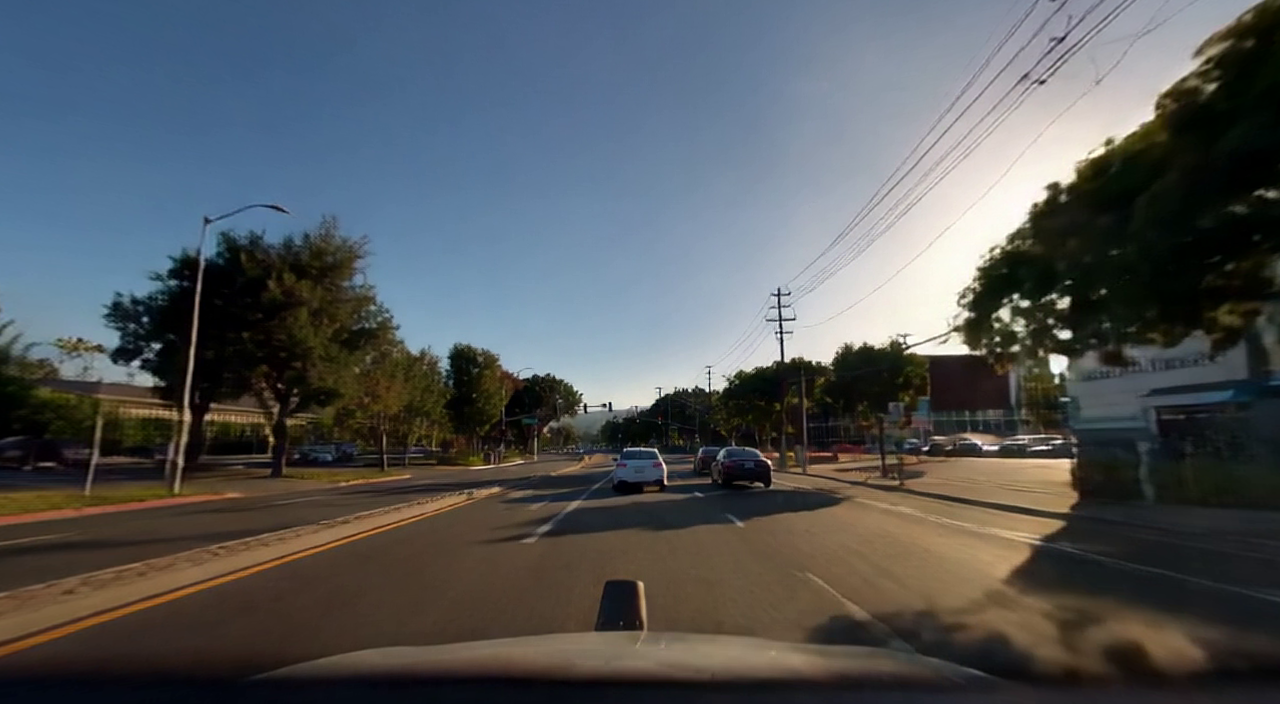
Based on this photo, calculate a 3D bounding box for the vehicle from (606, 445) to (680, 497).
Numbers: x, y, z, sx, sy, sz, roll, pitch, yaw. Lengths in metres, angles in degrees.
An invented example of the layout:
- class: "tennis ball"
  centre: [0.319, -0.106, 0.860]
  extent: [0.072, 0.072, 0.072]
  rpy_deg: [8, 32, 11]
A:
- class: "vehicle"
  centre: [0.027, 3.764, 20.330]
  extent: [2.144, 1.473, 4.028]
  rpy_deg: [0, -9, -1]

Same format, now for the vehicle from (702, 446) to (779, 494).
- class: "vehicle"
  centre: [3.399, 4.072, 22.140]
  extent: [1.985, 1.489, 4.036]
  rpy_deg: [0, -9, -1]

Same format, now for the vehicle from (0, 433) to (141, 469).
- class: "vehicle"
  centre: [-34.766, 5.973, 38.196]
  extent: [6.282, 2.011, 3.033]
  rpy_deg: [0, -8, -3]
